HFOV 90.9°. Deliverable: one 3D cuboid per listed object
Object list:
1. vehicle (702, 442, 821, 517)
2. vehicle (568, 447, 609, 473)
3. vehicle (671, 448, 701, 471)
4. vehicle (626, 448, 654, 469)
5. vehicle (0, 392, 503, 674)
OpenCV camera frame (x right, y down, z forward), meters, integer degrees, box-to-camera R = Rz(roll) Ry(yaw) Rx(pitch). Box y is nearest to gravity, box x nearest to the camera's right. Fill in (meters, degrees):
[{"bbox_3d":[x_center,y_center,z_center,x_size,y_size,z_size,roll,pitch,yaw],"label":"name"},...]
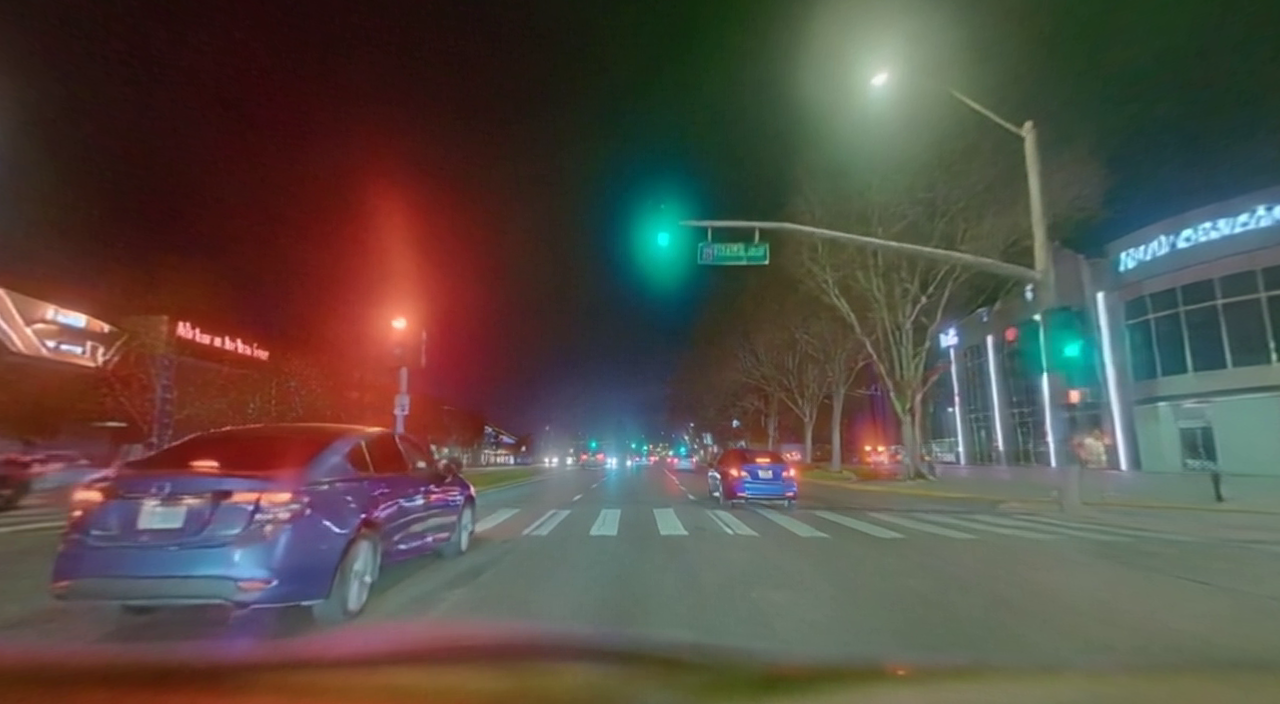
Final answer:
[{"bbox_3d":[2.709,2.940,15.097,1.946,1.513,4.133,0,-8,-1],"label":"vehicle"},{"bbox_3d":[-3.099,6.616,38.887,2.040,1.471,4.211,0,-8,2],"label":"vehicle"},{"bbox_3d":[3.331,7.871,46.299,1.931,1.552,4.125,0,-8,0],"label":"vehicle"},{"bbox_3d":[-0.058,8.045,47.643,2.070,1.460,4.118,0,-8,-1],"label":"vehicle"},{"bbox_3d":[-2.986,1.427,6.282,2.032,1.639,5.037,0,-8,1],"label":"vehicle"}]
